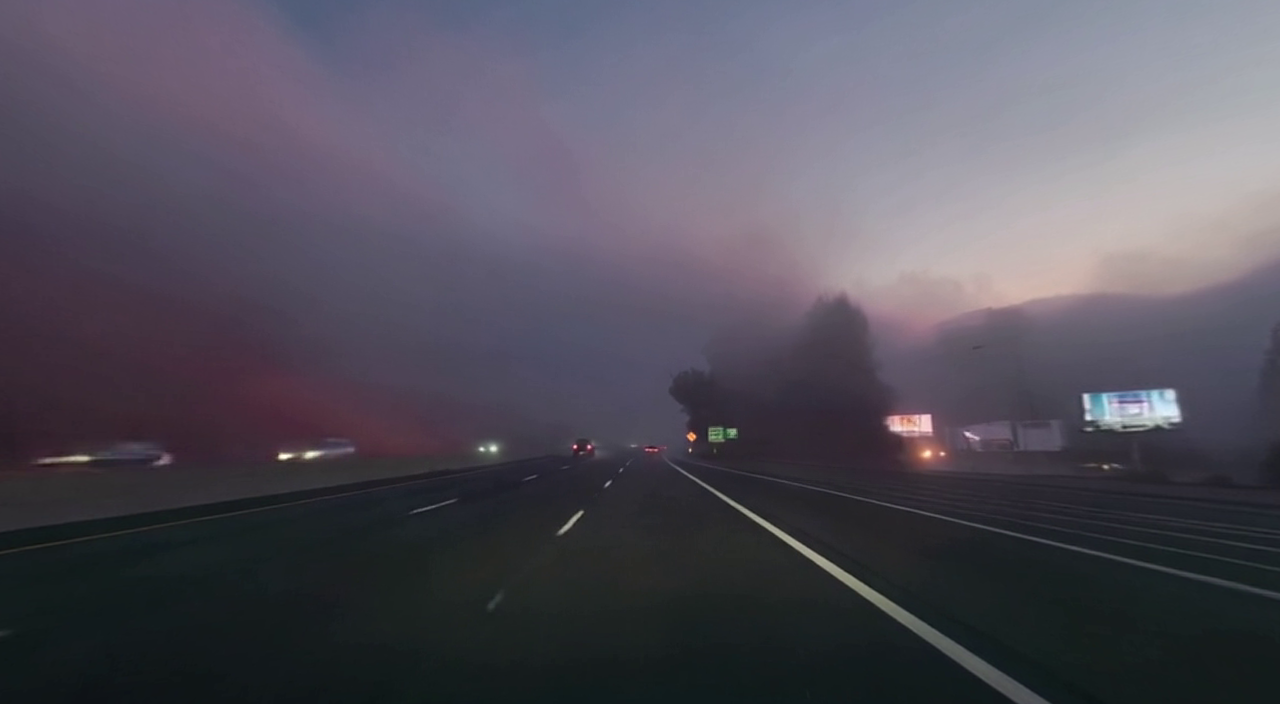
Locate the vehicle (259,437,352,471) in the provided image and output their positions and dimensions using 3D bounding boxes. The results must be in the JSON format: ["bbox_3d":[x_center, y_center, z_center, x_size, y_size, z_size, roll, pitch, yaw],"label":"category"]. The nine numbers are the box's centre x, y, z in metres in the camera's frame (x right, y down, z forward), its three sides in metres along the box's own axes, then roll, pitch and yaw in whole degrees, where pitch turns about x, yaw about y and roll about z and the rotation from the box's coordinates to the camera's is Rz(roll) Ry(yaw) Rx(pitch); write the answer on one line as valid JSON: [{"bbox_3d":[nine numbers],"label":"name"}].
[{"bbox_3d":[-17.557,5.389,33.435,2.200,1.627,4.900,0,-9,0],"label":"vehicle"}]

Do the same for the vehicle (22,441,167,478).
[{"bbox_3d":[-25.036,4.940,29.272,2.061,1.561,5.097,0,-9,2],"label":"vehicle"}]
